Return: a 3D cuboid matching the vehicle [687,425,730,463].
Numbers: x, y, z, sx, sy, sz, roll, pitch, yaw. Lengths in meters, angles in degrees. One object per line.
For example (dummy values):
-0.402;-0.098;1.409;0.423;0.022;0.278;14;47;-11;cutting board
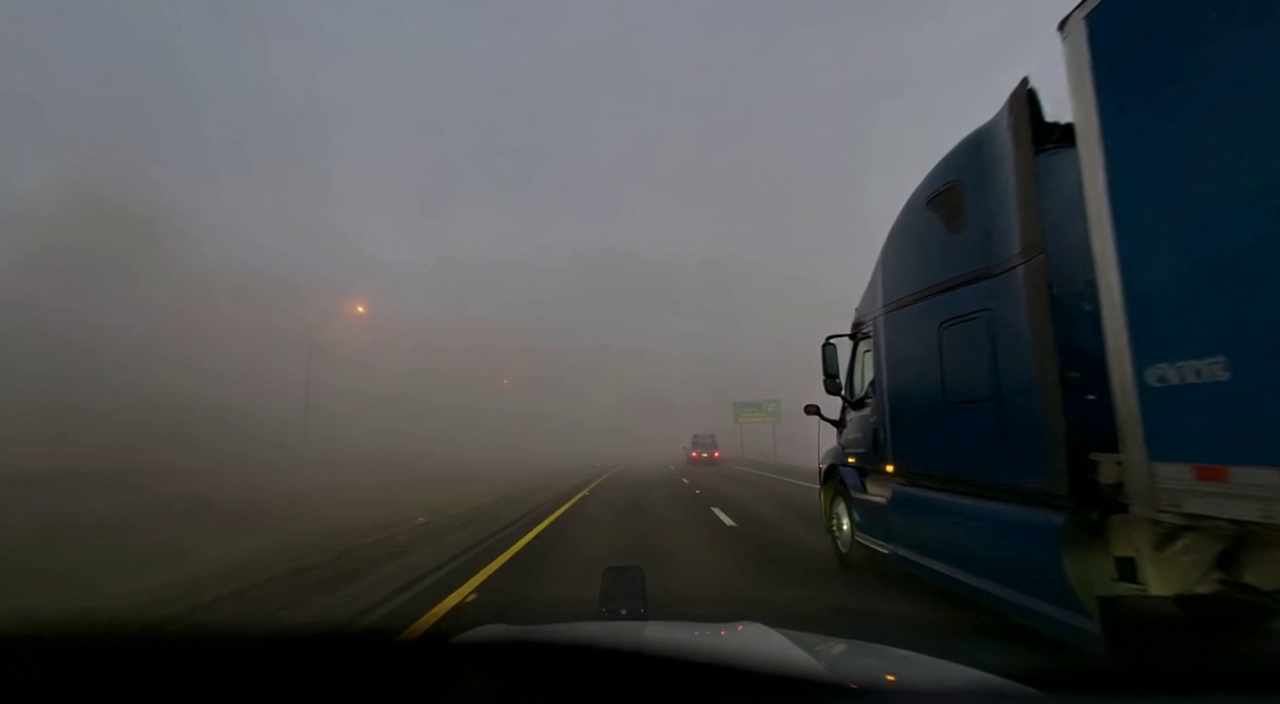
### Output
4.805;6.556;45.041;2.430;2.495;6.062;-1;-8;1;vehicle
